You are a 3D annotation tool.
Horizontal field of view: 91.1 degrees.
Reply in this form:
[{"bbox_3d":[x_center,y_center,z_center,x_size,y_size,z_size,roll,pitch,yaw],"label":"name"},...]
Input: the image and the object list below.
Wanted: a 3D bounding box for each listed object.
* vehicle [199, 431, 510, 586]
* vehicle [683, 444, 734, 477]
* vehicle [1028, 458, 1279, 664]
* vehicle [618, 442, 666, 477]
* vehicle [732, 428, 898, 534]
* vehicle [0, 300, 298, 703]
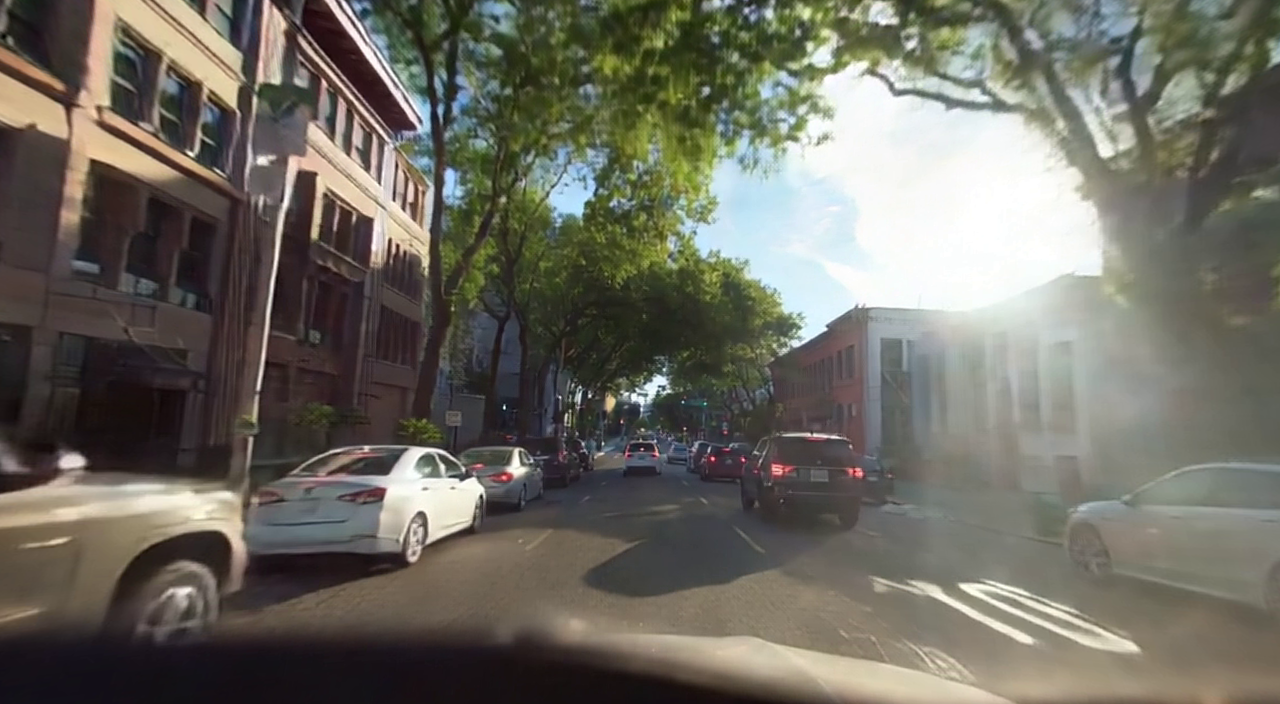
[{"bbox_3d":[-3.233,1.838,8.320,1.863,1.466,4.416,0,-8,3],"label":"vehicle"},{"bbox_3d":[3.288,5.313,30.963,1.966,1.475,4.528,0,-8,-1],"label":"vehicle"},{"bbox_3d":[6.302,1.973,6.536,1.913,1.624,4.116,0,-8,1],"label":"vehicle"},{"bbox_3d":[0.112,4.833,28.544,2.007,1.460,3.923,0,-8,1],"label":"vehicle"},{"bbox_3d":[3.194,2.452,12.569,2.002,1.707,4.547,0,-8,0],"label":"vehicle"},{"bbox_3d":[-3.413,0.613,1.477,2.142,1.832,5.373,0,-8,0],"label":"vehicle"}]
